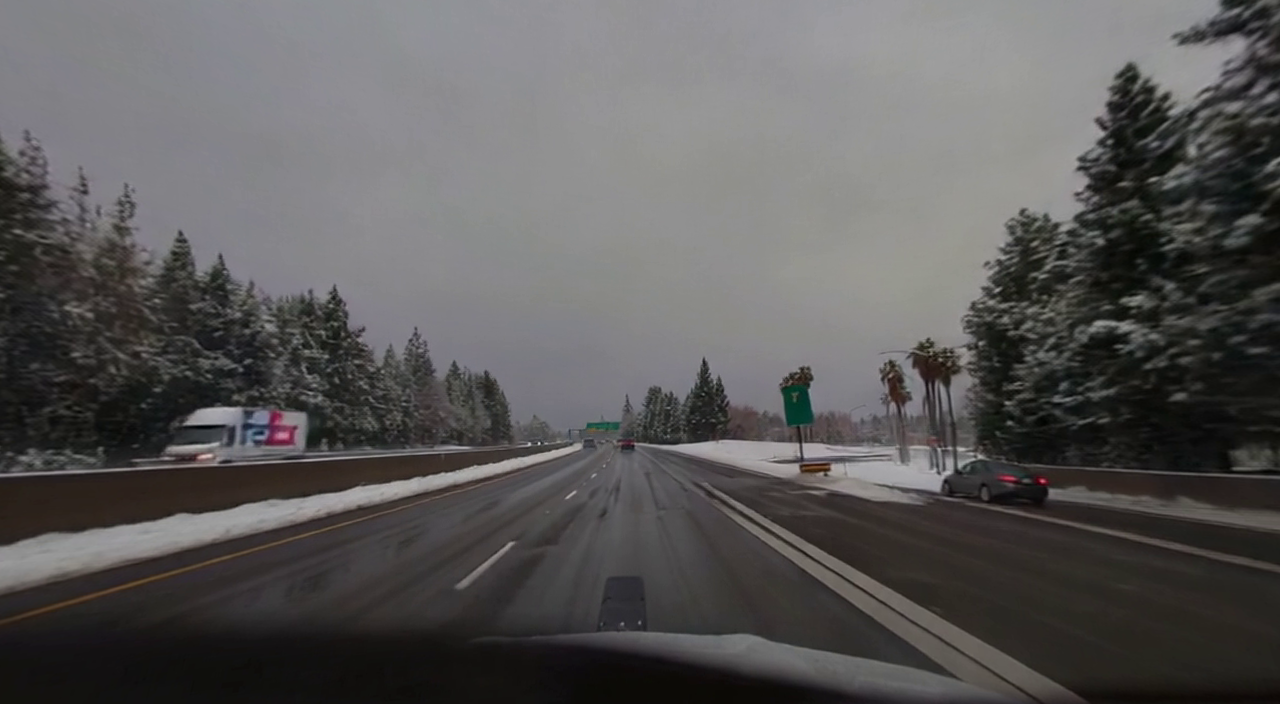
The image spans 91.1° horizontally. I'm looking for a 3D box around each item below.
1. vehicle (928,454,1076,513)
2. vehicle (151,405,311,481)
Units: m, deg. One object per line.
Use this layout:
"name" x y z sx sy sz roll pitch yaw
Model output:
"vehicle" 10.818 3.948 19.291 2.037 1.487 4.962 1 -10 6
"vehicle" -17.779 4.066 27.971 2.463 2.938 7.002 0 -8 -1
